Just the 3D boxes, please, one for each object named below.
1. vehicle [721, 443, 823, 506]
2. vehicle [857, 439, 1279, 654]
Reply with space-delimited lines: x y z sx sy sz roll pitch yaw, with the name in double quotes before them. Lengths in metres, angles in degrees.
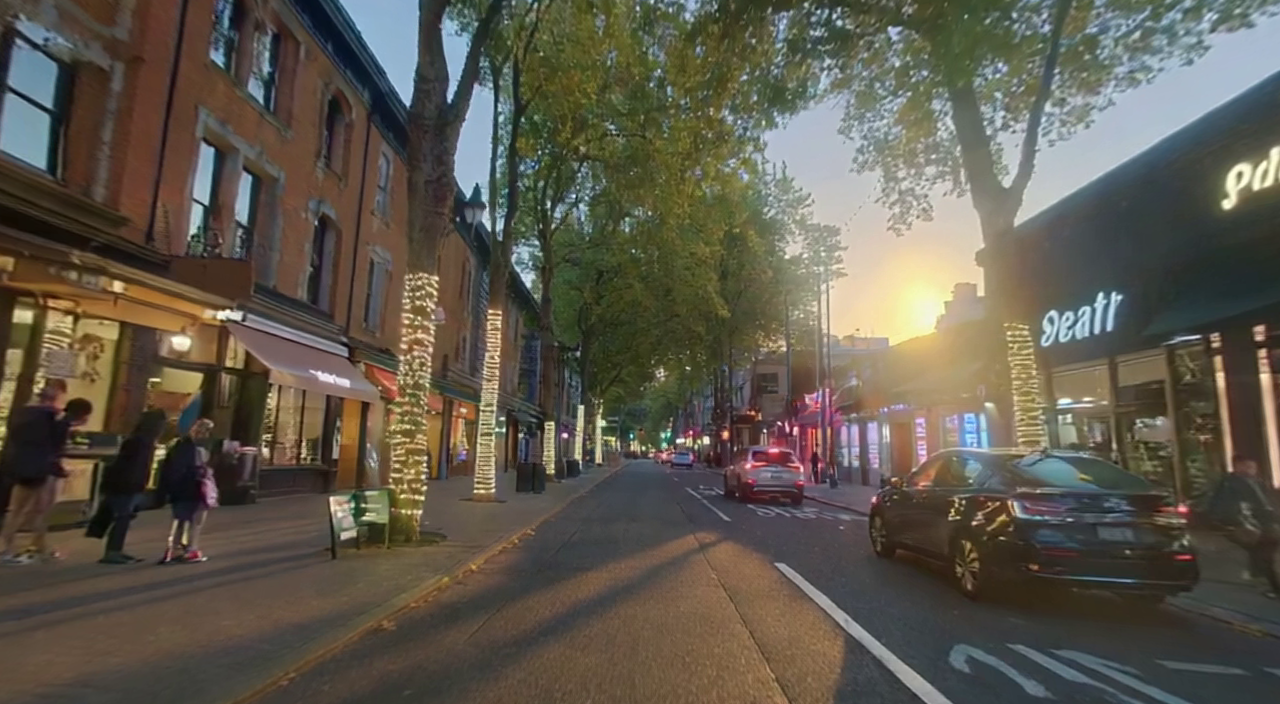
"vehicle" 3.622 3.441 18.241 1.971 1.559 4.326 0 -9 -1
"vehicle" 4.109 1.699 6.719 1.977 1.478 4.458 0 -9 0
